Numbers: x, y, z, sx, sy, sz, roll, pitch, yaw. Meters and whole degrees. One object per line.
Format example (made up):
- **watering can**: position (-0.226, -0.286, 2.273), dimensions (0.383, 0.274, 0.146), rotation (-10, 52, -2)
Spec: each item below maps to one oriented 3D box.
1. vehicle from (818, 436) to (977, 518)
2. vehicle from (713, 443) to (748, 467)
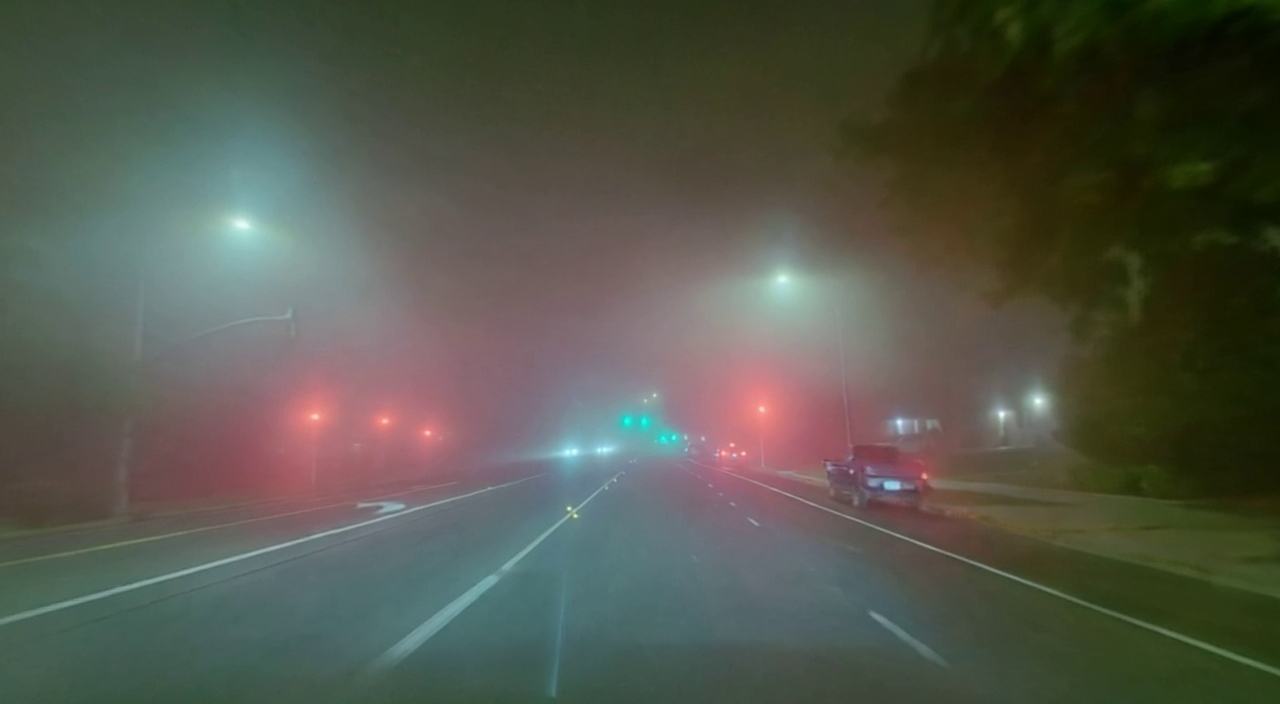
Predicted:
- **vehicle**: position (5.617, 2.743, 14.392), dimensions (1.950, 1.567, 4.083), rotation (0, -8, 1)
- **vehicle**: position (6.148, 7.037, 43.120), dimensions (1.855, 1.520, 4.808), rotation (0, -8, 2)
